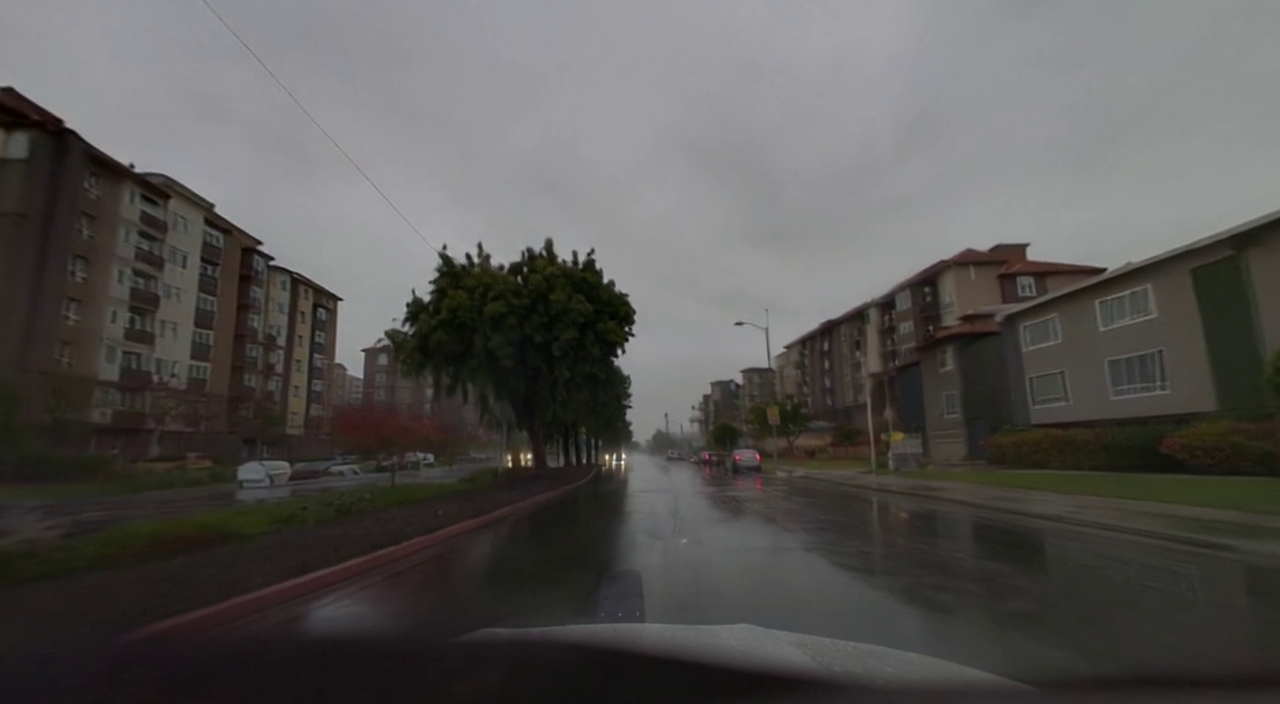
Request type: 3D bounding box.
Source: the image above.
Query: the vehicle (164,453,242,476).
[{"bbox_3d":[-32.183,8.258,46.395,1.836,1.533,4.324,-8,-12,44],"label":"vehicle"}]

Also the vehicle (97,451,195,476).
[{"bbox_3d":[-32.970,7.407,42.073,2.023,1.567,4.818,-8,-12,44],"label":"vehicle"}]

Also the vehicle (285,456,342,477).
[{"bbox_3d":[-25.500,8.958,49.358,1.931,1.427,4.578,0,-9,2],"label":"vehicle"}]

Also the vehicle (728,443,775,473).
[{"bbox_3d":[7.329,7.021,41.961,2.241,1.877,4.810,0,-9,0],"label":"vehicle"}]
